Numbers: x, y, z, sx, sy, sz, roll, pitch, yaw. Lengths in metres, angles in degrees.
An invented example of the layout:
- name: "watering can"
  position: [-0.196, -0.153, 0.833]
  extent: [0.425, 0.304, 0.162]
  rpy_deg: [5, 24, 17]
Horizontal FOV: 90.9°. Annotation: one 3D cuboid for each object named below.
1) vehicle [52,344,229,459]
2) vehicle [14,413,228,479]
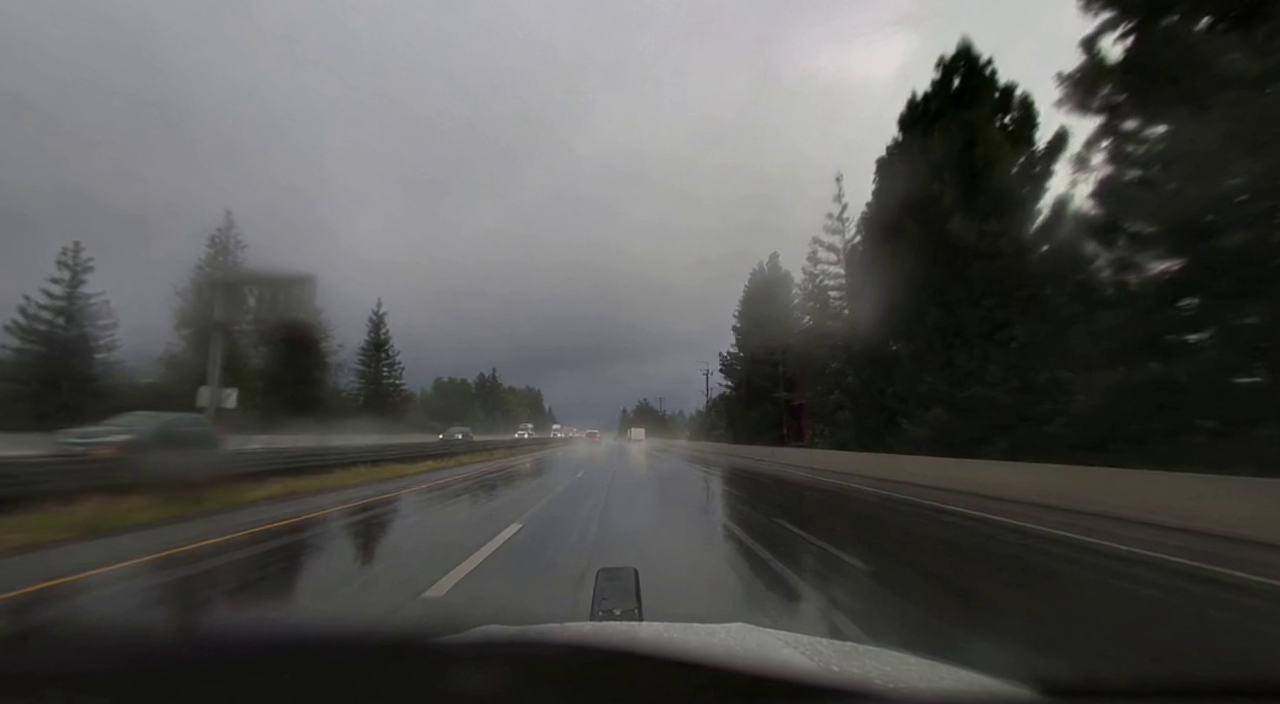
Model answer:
- name: "vehicle"
  position: [-16.286, 1.709, 20.859]
  extent: [2.954, 3.517, 3.281]
  rpy_deg: [0, -8, -2]
- name: "vehicle"
  position: [-12.247, 2.244, 15.283]
  extent: [1.838, 1.390, 3.974]
  rpy_deg: [0, -8, -1]
